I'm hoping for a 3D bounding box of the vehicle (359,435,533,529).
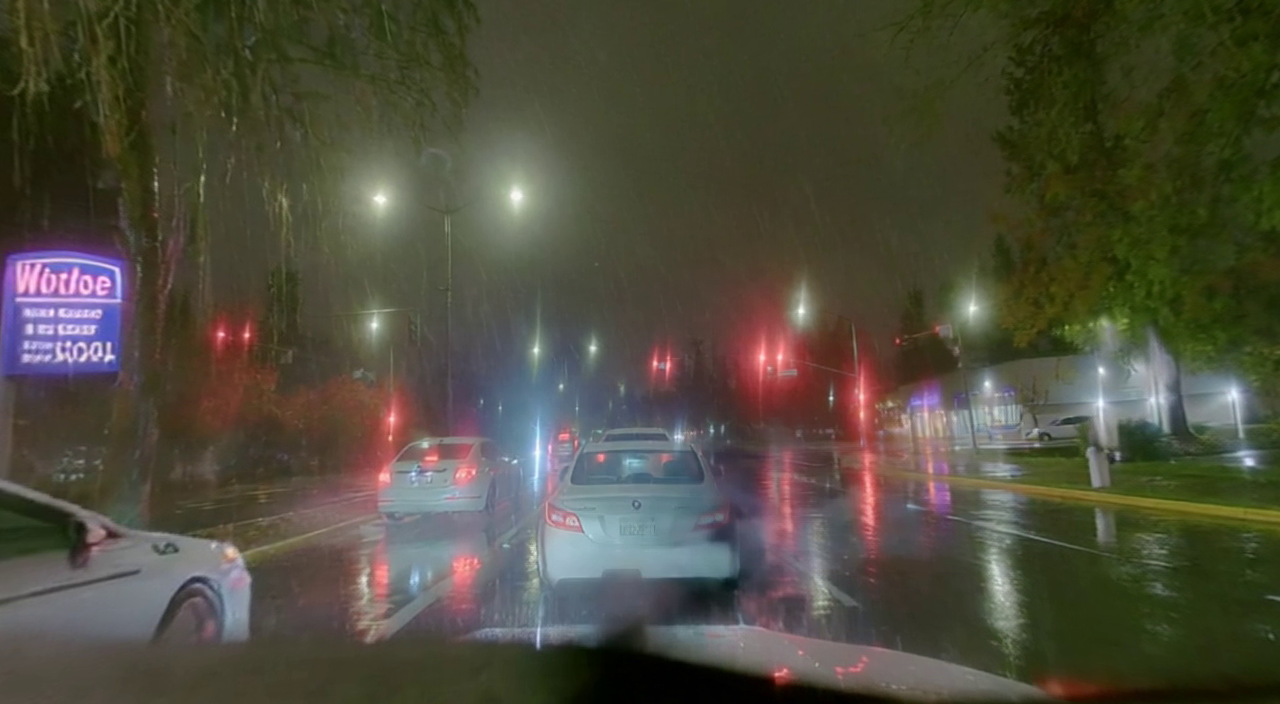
[{"bbox_3d":[-3.484,2.413,12.392,1.961,1.487,4.453,0,-8,1],"label":"vehicle"}]

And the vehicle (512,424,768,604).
[{"bbox_3d":[-0.054,1.640,7.304,2.126,1.475,3.967,0,-8,-2],"label":"vehicle"}]

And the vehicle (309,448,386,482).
[{"bbox_3d":[-16.324,6.310,35.555,2.221,1.732,4.426,0,-8,-1],"label":"vehicle"}]

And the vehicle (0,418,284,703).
[{"bbox_3d":[-3.330,0.901,1.864,1.952,1.431,4.383,0,-8,1],"label":"vehicle"}]
